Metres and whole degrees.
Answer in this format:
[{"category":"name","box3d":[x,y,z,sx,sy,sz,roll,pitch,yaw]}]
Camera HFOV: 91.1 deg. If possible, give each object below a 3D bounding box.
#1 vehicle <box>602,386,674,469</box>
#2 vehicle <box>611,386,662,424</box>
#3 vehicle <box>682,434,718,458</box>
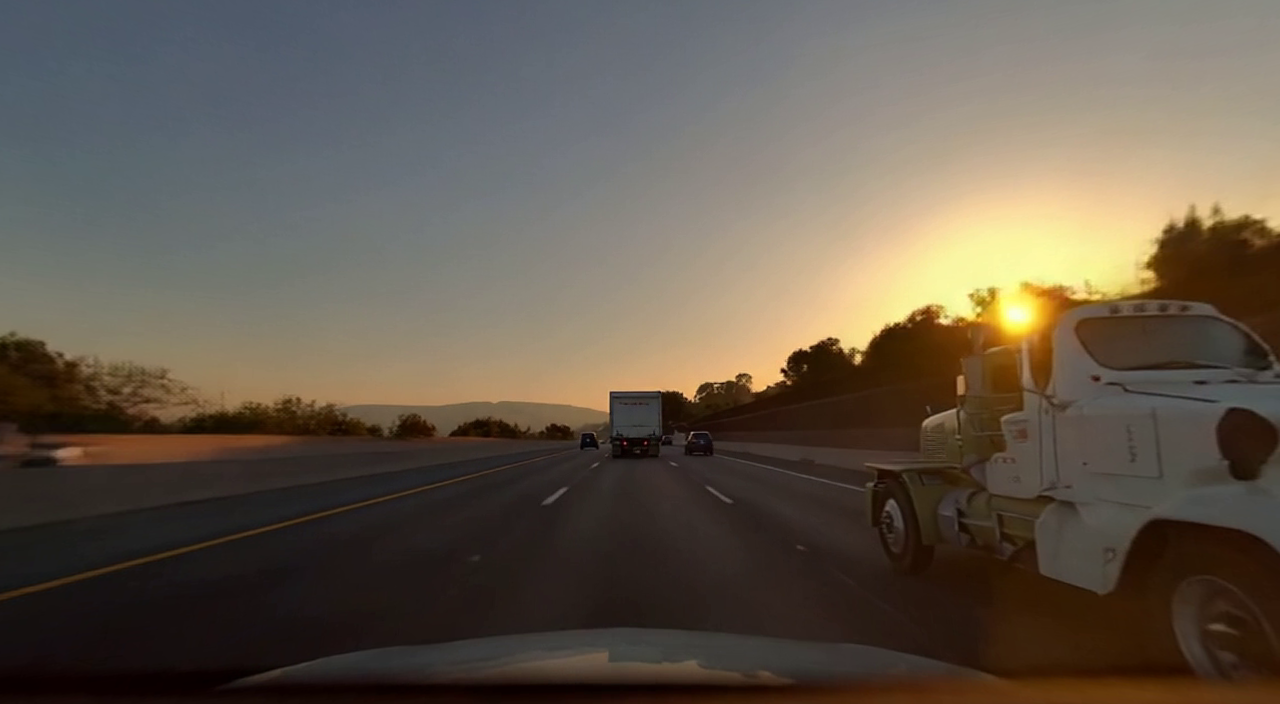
[{"category":"vehicle","box3d":[-0.268,3.991,32.604,2.953,3.406,13.372,0,-7,-2]},{"category":"vehicle","box3d":[-0.180,2.425,28.040,2.112,1.472,4.240,0,-8,-1]},{"category":"vehicle","box3d":[3.886,6.183,41.652,1.910,1.492,4.324,0,-8,-1]}]
